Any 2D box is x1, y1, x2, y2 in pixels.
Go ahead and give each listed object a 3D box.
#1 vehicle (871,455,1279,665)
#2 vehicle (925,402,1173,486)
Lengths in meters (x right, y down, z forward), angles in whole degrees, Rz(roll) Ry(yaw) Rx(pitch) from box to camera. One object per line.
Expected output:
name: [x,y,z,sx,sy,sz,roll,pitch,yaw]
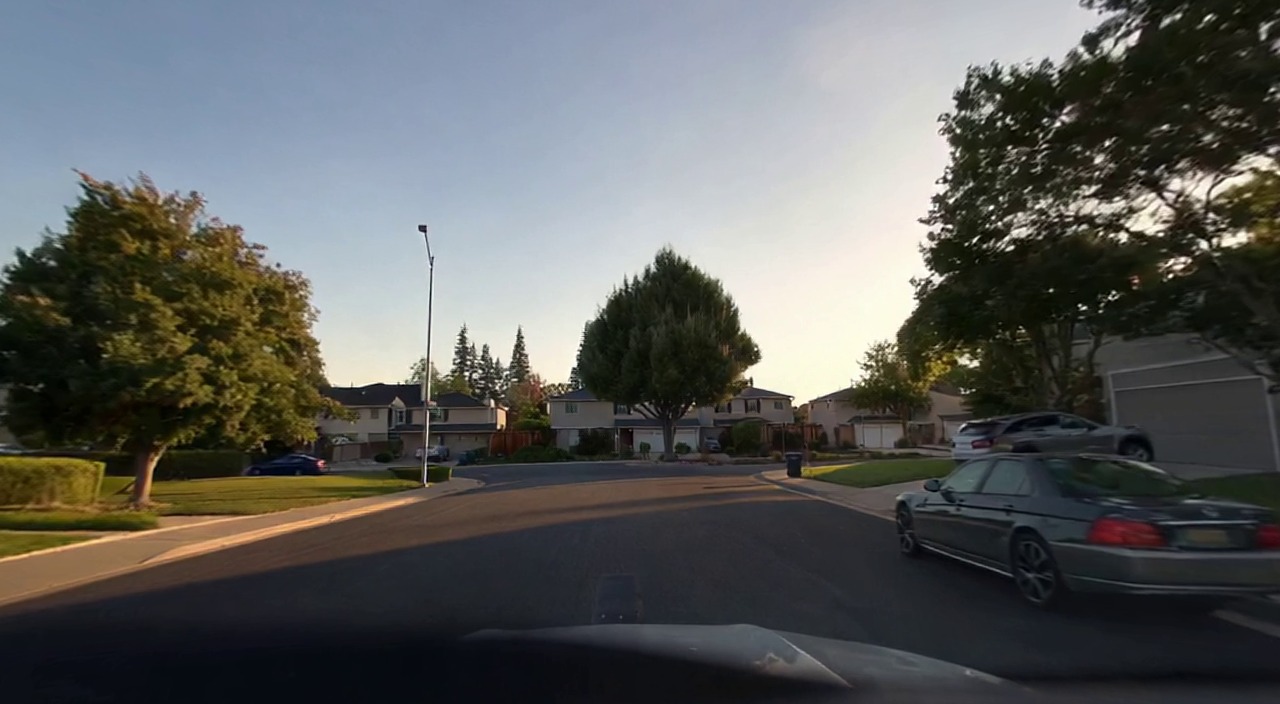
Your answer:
vehicle: [3.773,1.569,5.733,1.877,1.206,3.669,0,-9,-2]
vehicle: [10.566,2.434,16.684,4.888,1.807,2.224,-3,-9,-1]
